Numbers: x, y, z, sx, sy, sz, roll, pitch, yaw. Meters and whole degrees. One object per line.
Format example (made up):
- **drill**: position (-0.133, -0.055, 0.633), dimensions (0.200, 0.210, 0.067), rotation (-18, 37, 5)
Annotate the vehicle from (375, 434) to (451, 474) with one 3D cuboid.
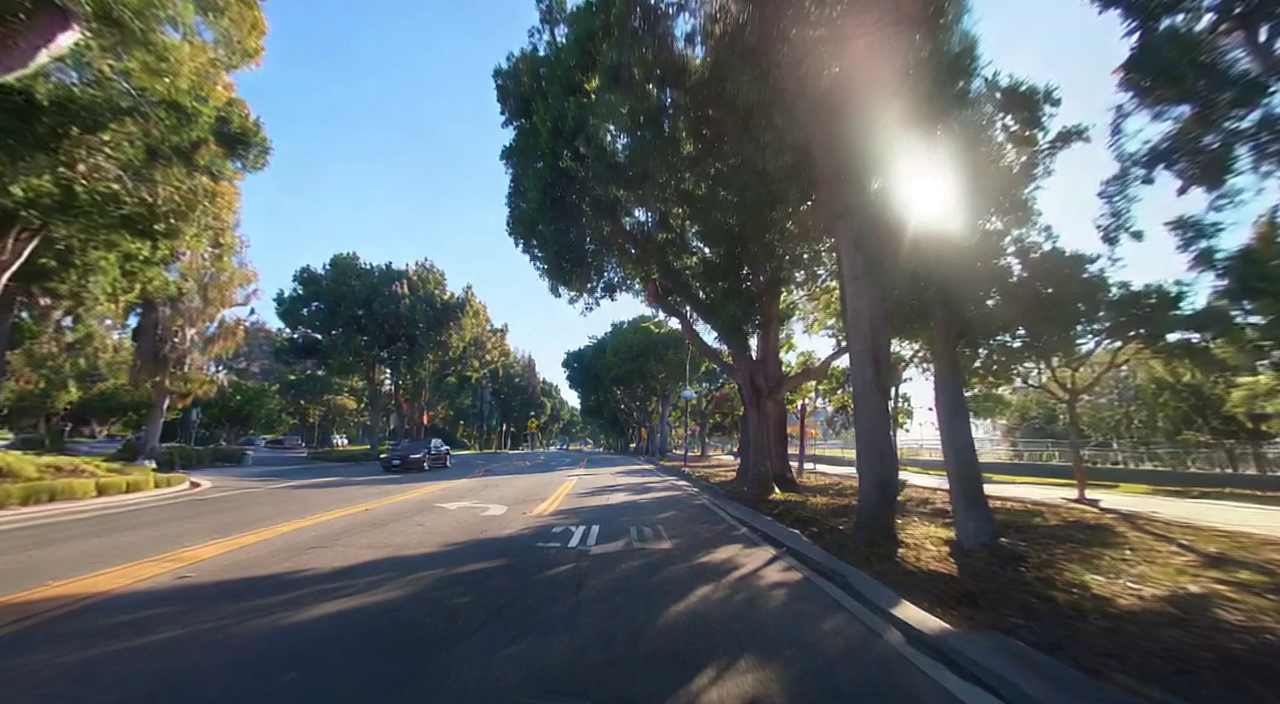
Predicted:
- **vehicle**: position (-9.719, 4.379, 27.392), dimensions (2.008, 1.565, 4.182), rotation (0, -8, -5)
